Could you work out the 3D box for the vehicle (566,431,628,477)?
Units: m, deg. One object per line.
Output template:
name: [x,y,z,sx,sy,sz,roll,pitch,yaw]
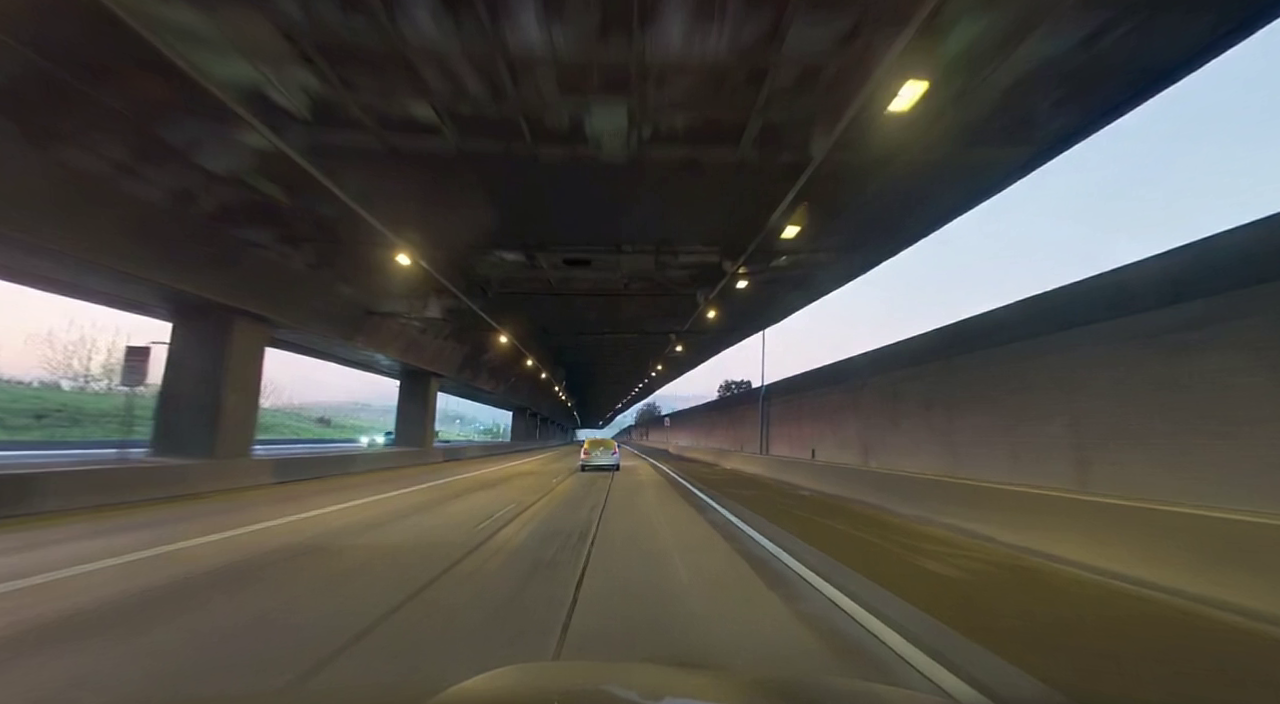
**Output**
vehicle: [-1.503,3.743,23.428,2.095,1.553,4.069,0,-8,-1]
